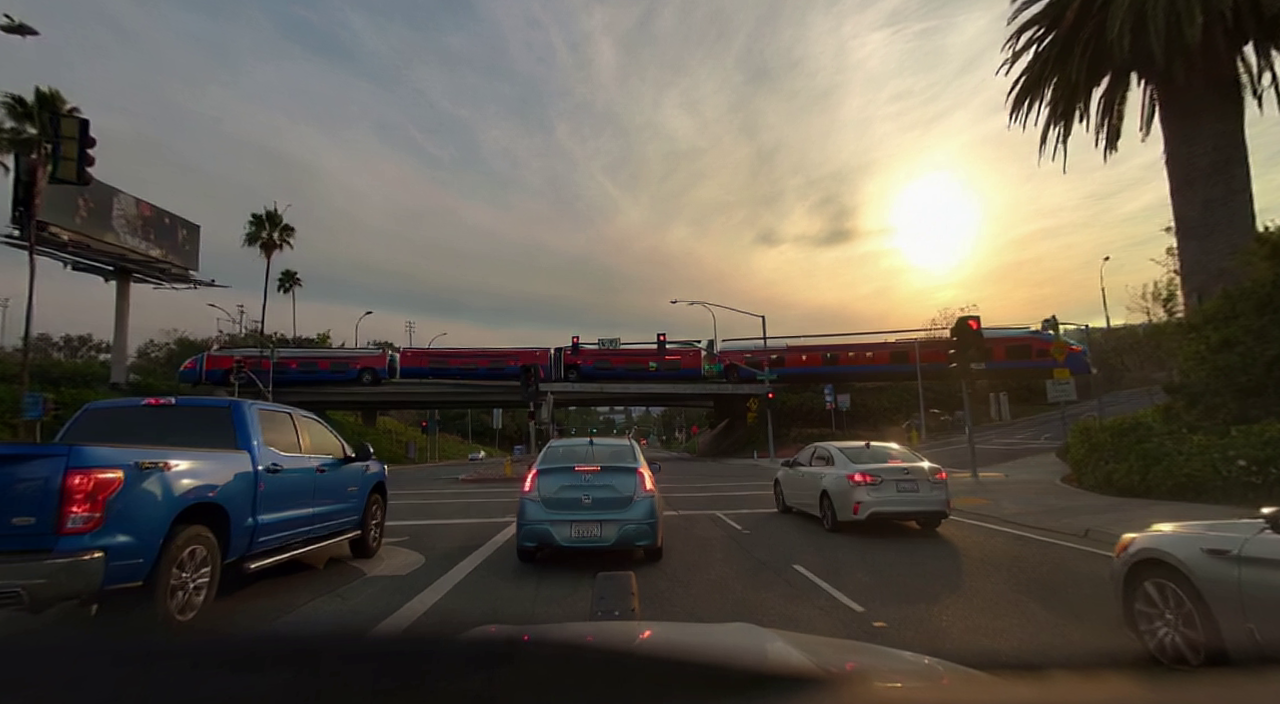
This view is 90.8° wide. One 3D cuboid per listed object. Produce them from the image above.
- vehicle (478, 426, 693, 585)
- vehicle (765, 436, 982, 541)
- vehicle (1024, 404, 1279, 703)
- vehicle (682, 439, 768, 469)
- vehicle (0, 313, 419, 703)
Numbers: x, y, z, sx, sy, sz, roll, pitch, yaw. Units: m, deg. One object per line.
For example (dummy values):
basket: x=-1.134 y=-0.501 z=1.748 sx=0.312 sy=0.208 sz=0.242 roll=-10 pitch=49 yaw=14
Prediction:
vehicle: x=-0.604 y=1.773 z=8.142 sx=2.035 sy=1.491 sz=4.090 roll=0 pitch=-9 yaw=-3
vehicle: x=3.709 y=2.243 z=11.095 sx=1.965 sy=1.448 sz=4.486 roll=0 pitch=-9 yaw=-2
vehicle: x=3.873 y=0.910 z=2.300 sx=2.052 sy=1.496 sz=4.541 roll=0 pitch=-9 yaw=-1
vehicle: x=4.225 y=5.163 z=32.090 sx=1.878 sy=1.428 sz=4.416 roll=5 pitch=-10 yaw=-33
vehicle: x=-3.780 y=1.124 z=5.061 sx=2.078 sy=1.838 sz=5.448 roll=0 pitch=-9 yaw=0
